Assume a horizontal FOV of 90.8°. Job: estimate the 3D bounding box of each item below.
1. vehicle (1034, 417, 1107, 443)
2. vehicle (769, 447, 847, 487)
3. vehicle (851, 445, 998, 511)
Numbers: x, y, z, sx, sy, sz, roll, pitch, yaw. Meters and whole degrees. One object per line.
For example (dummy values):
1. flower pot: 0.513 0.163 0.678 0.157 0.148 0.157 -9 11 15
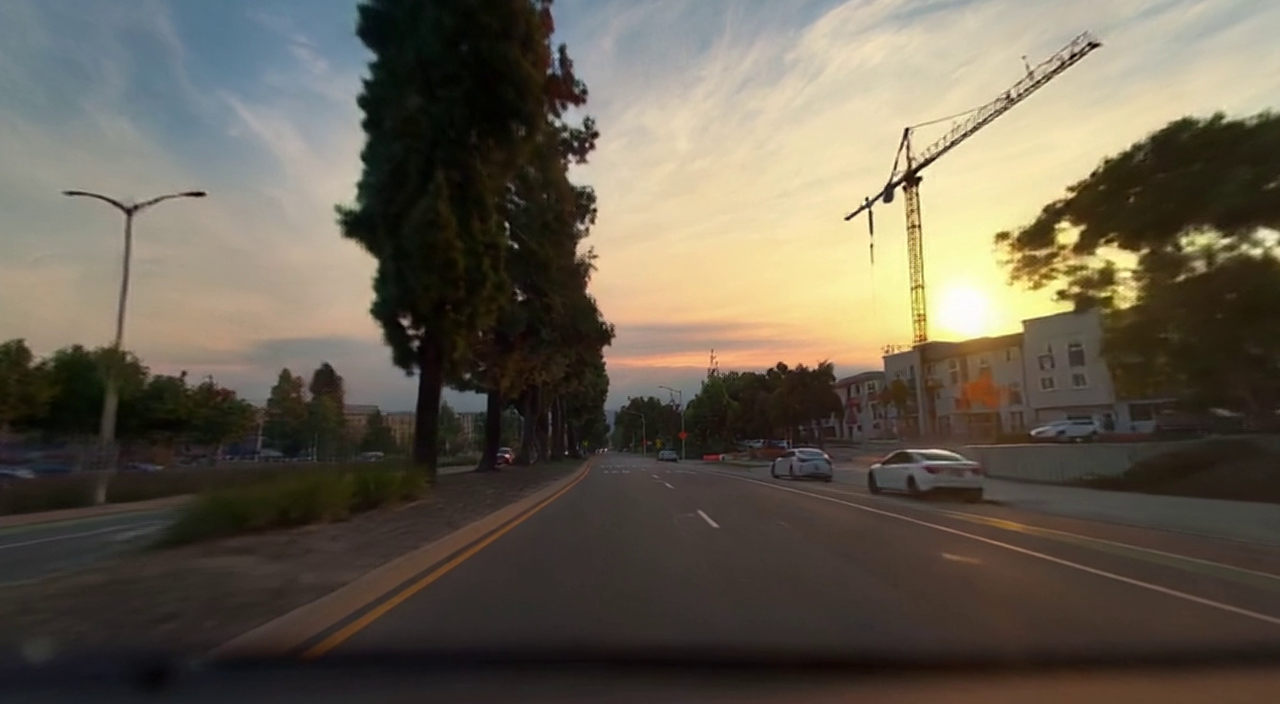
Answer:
1. vehicle: 32.156 5.882 47.382 1.829 1.713 4.519 -1 -8 -7
2. vehicle: 7.797 5.365 29.775 1.977 1.540 4.307 7 -9 -7
3. vehicle: 7.995 3.531 18.314 1.974 1.472 4.654 6 -9 -2
